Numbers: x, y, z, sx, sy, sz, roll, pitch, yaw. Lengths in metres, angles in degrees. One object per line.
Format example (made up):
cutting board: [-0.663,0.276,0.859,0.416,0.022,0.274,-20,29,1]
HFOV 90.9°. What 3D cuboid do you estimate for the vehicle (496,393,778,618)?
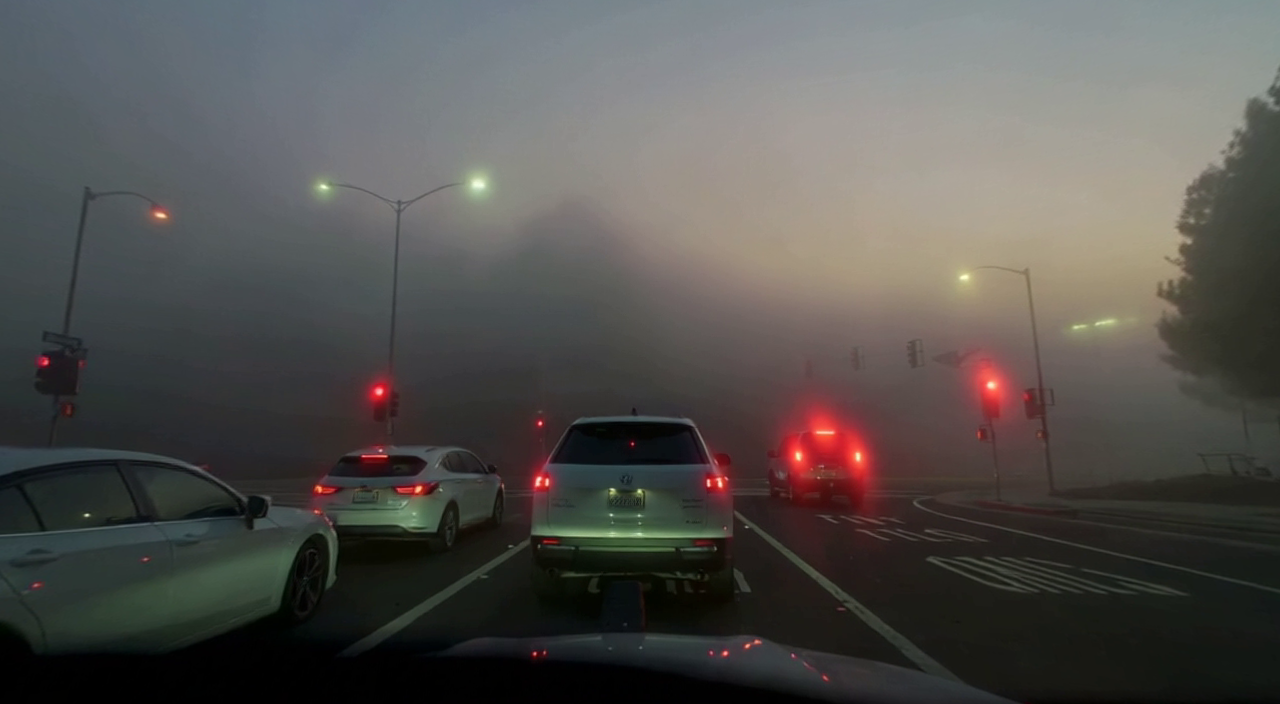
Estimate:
vehicle: [-0.024,1.521,7.167,2.203,1.757,4.286,0,-8,0]

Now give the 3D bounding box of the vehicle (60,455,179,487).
vehicle: [-25.976,5.946,31.594,4.140,1.444,1.742,2,-9,-15]

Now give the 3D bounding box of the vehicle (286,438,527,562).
vehicle: [-3.185,2.091,9.756,1.913,1.453,4.413,0,-8,2]

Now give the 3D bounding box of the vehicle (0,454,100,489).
vehicle: [-27.043,5.274,27.955,4.198,1.444,1.765,2,-9,-15]

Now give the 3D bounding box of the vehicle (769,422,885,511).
vehicle: [4.817,2.998,16.919,2.084,2.053,4.073,-1,-8,4]
